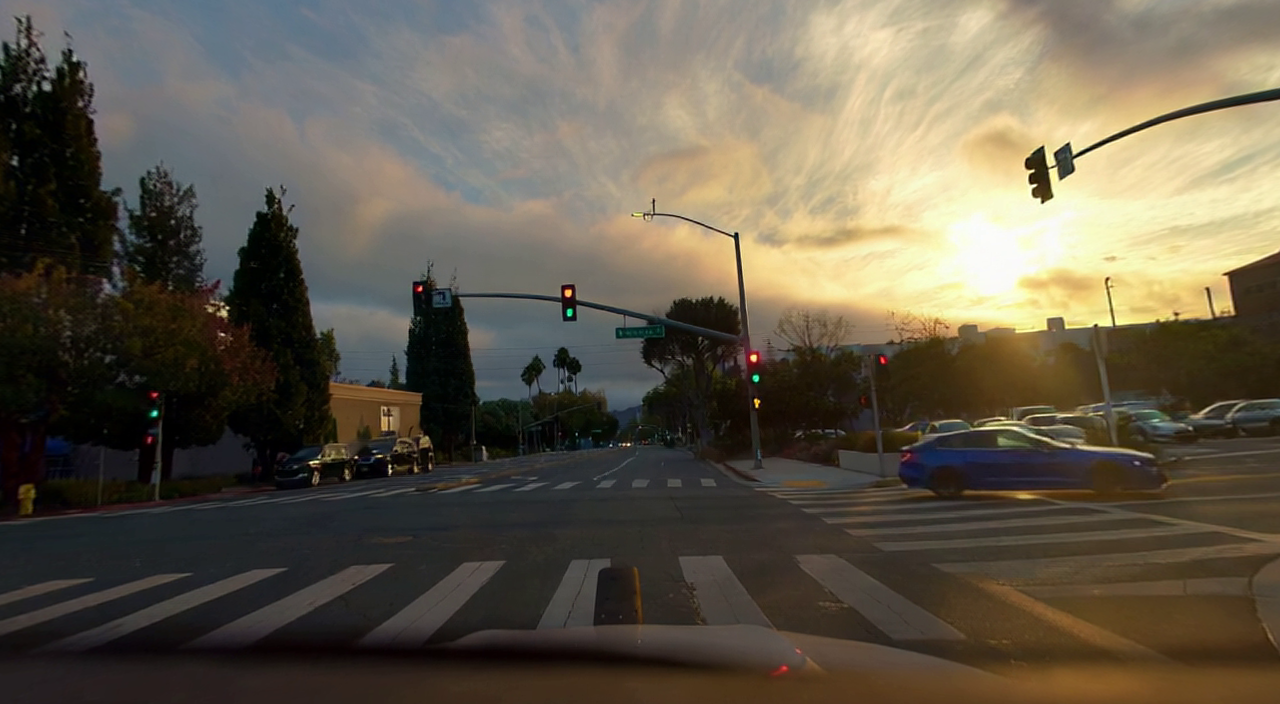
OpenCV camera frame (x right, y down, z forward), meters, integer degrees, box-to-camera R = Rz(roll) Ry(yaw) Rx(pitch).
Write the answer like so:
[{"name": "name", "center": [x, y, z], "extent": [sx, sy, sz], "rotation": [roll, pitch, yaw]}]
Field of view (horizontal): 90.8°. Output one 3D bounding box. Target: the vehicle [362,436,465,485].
[{"name": "vehicle", "center": [-10.153, 4.925, 28.986], "extent": [2.664, 1.940, 5.702], "rotation": [-2, -9, 0]}]

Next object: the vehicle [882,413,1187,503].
[{"name": "vehicle", "center": [7.287, 2.028, 12.314], "extent": [4.592, 1.470, 2.071], "rotation": [-4, -10, 25]}]

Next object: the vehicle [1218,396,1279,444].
[{"name": "vehicle", "center": [26.551, 3.002, 27.098], "extent": [4.861, 1.857, 2.098], "rotation": [8, -12, -44]}]

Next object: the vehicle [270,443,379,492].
[{"name": "vehicle", "center": [-13.793, 5.058, 28.057], "extent": [2.306, 1.957, 4.968], "rotation": [0, -9, -1]}]
